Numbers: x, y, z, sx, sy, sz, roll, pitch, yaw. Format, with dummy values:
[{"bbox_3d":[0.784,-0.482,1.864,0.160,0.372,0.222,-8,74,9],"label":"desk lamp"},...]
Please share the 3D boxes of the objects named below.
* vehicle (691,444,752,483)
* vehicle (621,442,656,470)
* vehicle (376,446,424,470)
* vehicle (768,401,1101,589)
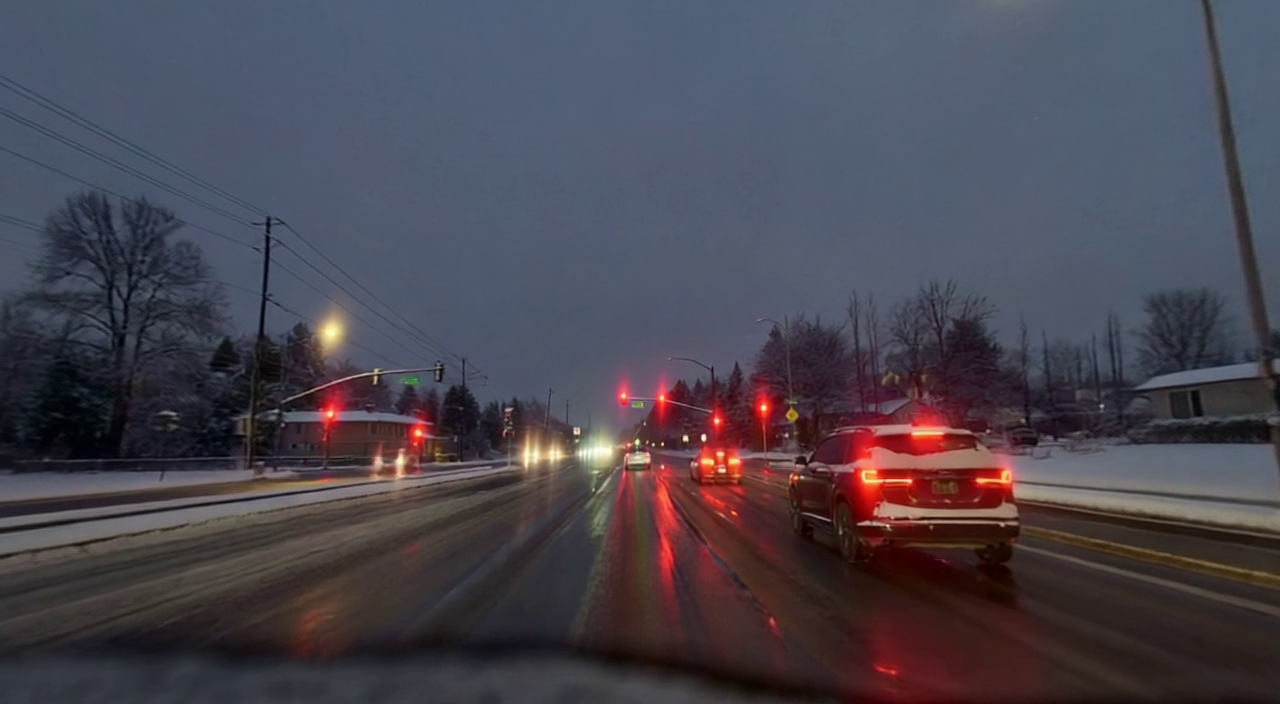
[{"bbox_3d":[3.194,4.443,25.382,1.889,1.451,4.180,0,-9,0],"label":"vehicle"},{"bbox_3d":[-0.129,6.755,40.974,2.146,1.685,4.003,0,-9,-1],"label":"vehicle"},{"bbox_3d":[-18.809,8.334,49.590,2.071,1.746,4.444,0,-9,-1],"label":"vehicle"},{"bbox_3d":[3.265,1.703,8.334,2.129,1.761,4.610,0,-9,0],"label":"vehicle"}]
